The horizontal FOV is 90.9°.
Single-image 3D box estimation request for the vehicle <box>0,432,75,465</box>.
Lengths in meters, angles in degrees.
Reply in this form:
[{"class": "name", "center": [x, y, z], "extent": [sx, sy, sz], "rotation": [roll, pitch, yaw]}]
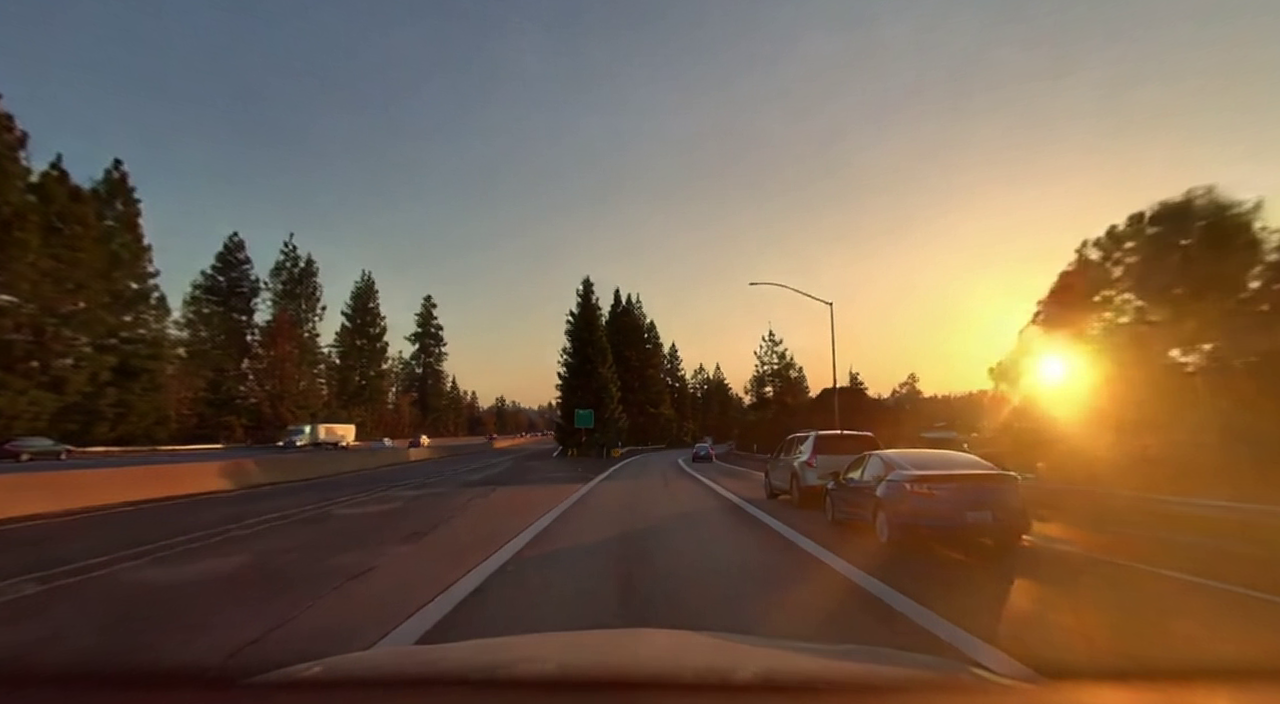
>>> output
[{"class": "vehicle", "center": [-36.465, 5.644, 37.003], "extent": [2.168, 1.824, 4.932], "rotation": [1, -8, -3]}]
